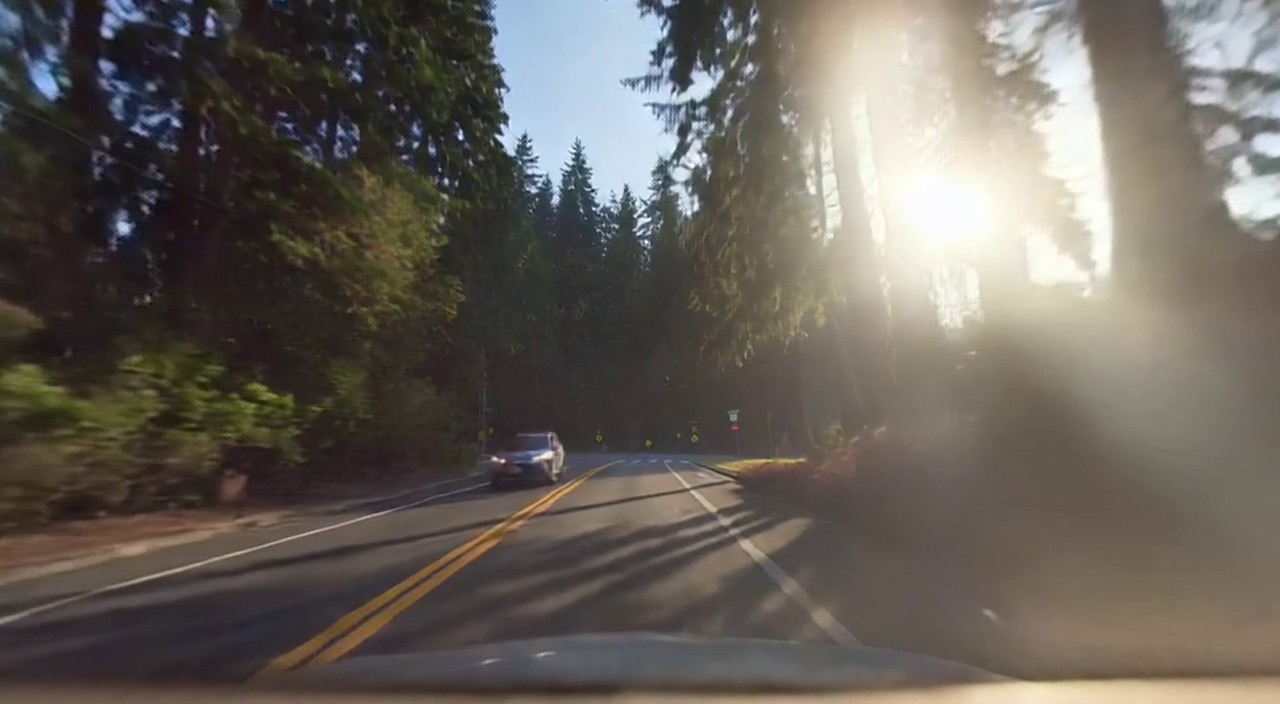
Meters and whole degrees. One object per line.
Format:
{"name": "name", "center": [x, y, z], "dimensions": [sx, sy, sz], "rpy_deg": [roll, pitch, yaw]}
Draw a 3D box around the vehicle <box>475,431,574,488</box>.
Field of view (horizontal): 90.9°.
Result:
{"name": "vehicle", "center": [-3.771, 3.634, 21.675], "dimensions": [2.390, 1.721, 4.863], "rpy_deg": [0, -8, 1]}
